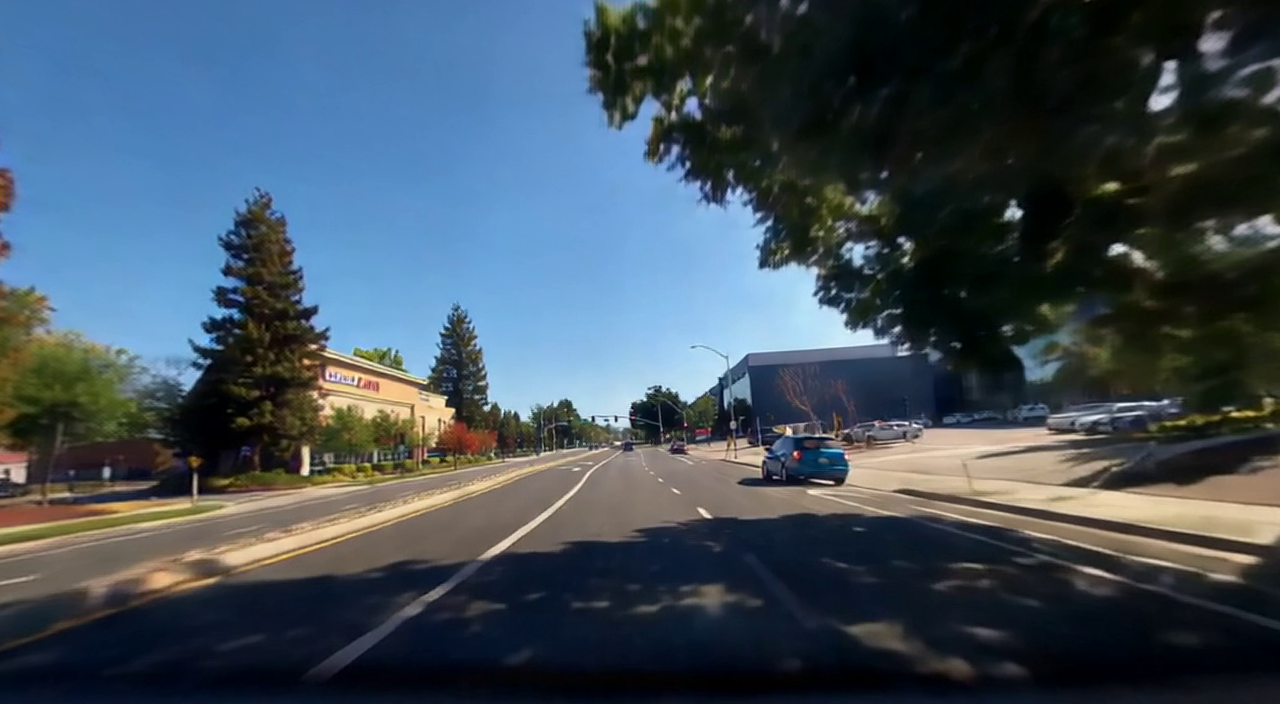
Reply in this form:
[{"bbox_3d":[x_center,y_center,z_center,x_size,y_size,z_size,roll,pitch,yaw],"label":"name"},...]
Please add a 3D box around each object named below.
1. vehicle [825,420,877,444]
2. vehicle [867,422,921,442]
[{"bbox_3d":[16.523,6.324,49.492,2.059,1.788,4.708,1,-8,-5],"label":"vehicle"},{"bbox_3d":[19.437,6.196,48.364,2.021,1.472,4.047,1,-8,-8],"label":"vehicle"}]
